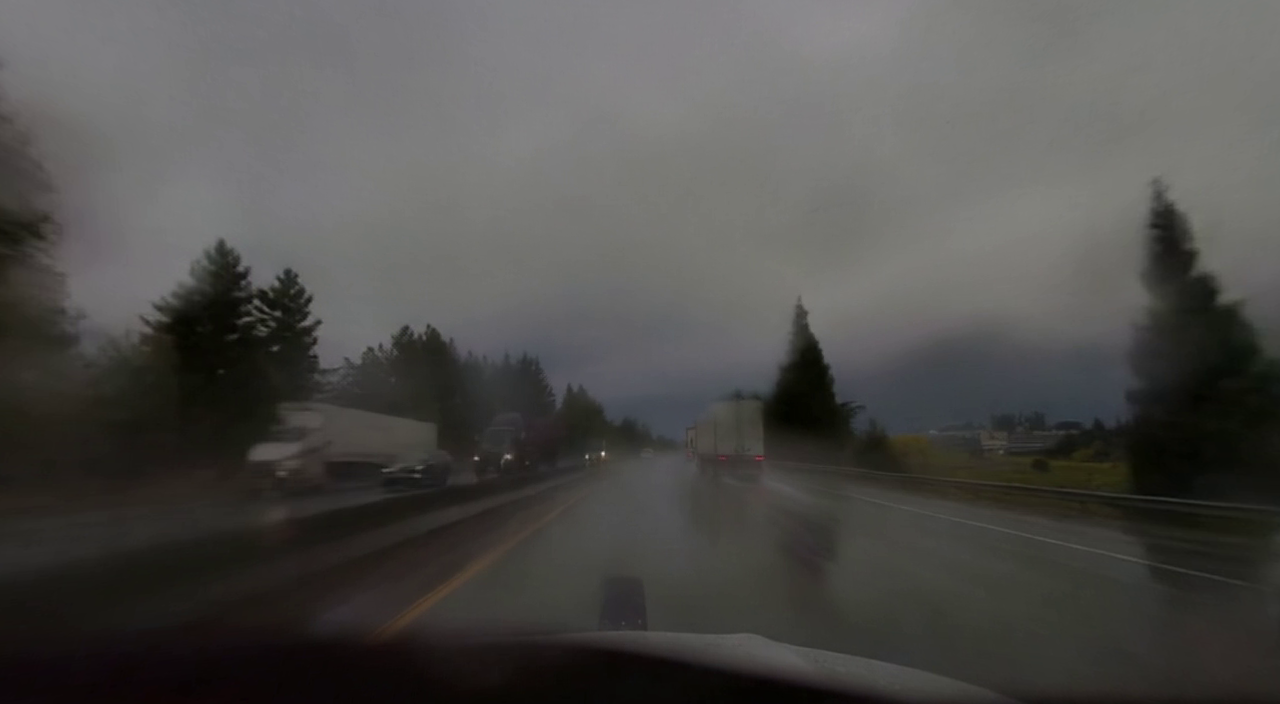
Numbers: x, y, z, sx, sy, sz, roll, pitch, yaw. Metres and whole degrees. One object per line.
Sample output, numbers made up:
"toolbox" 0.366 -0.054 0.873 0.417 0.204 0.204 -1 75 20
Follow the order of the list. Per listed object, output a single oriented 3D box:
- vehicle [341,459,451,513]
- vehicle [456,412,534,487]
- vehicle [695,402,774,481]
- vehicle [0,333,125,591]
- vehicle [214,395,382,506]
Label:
"vehicle" -8.109 4.467 21.453 1.952 1.579 4.290 0 -9 1
"vehicle" -8.221 5.647 36.570 3.016 3.937 5.836 0 -9 1
"vehicle" 4.842 5.006 34.787 2.866 3.558 11.674 0 -9 2
"vehicle" -10.484 1.115 6.082 2.952 3.538 9.079 -1 -9 3
"vehicle" -12.925 3.822 24.620 2.908 3.778 6.092 0 -9 1
